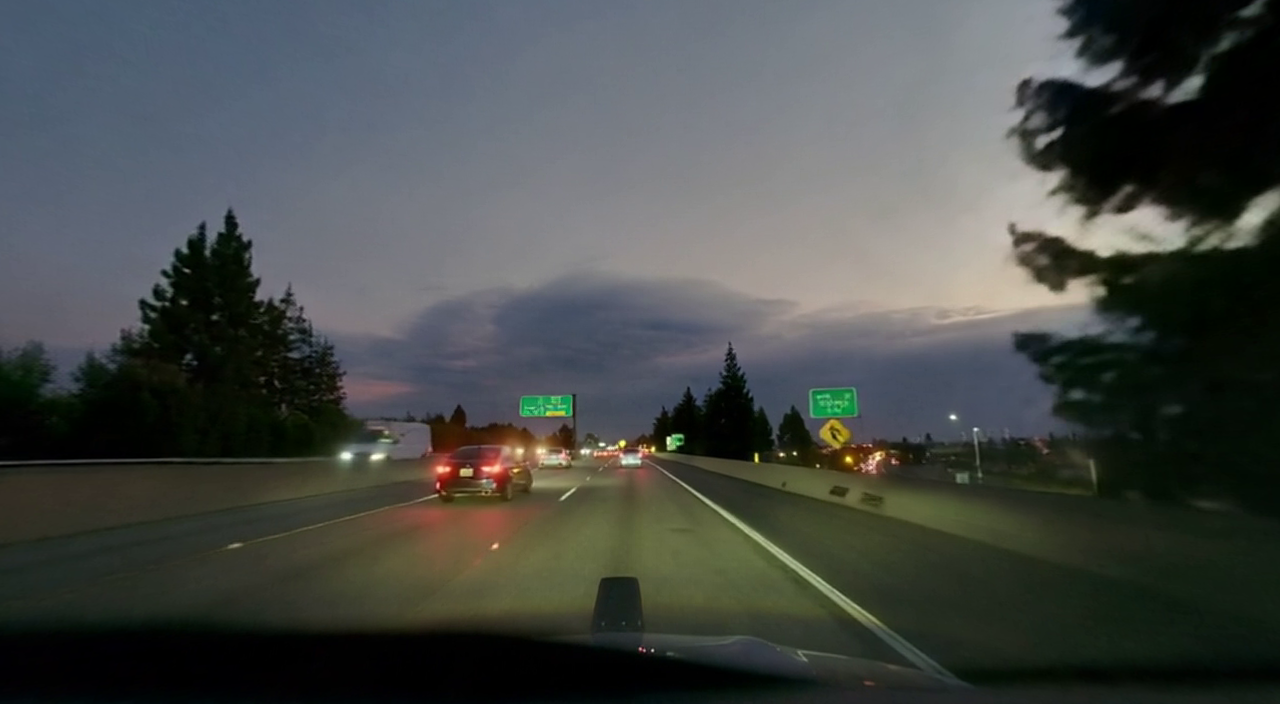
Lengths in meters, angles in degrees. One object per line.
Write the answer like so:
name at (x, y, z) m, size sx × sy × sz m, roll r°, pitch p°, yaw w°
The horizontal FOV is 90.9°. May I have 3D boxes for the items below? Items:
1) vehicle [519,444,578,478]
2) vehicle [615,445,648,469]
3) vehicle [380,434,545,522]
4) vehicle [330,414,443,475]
vehicle at (-4.201, 5.057, 29.647) m, size 2.107 × 1.453 × 4.462 m, roll 0°, pitch -8°, yaw 0°
vehicle at (-0.558, 6.877, 41.596) m, size 2.100 × 1.471 × 3.956 m, roll 0°, pitch -8°, yaw -1°
vehicle at (-3.403, 2.502, 13.204) m, size 2.067 × 1.509 × 4.551 m, roll 0°, pitch -8°, yaw 1°
vehicle at (-13.702, 5.091, 35.000) m, size 3.032 × 2.987 × 7.725 m, roll 0°, pitch -8°, yaw 0°
